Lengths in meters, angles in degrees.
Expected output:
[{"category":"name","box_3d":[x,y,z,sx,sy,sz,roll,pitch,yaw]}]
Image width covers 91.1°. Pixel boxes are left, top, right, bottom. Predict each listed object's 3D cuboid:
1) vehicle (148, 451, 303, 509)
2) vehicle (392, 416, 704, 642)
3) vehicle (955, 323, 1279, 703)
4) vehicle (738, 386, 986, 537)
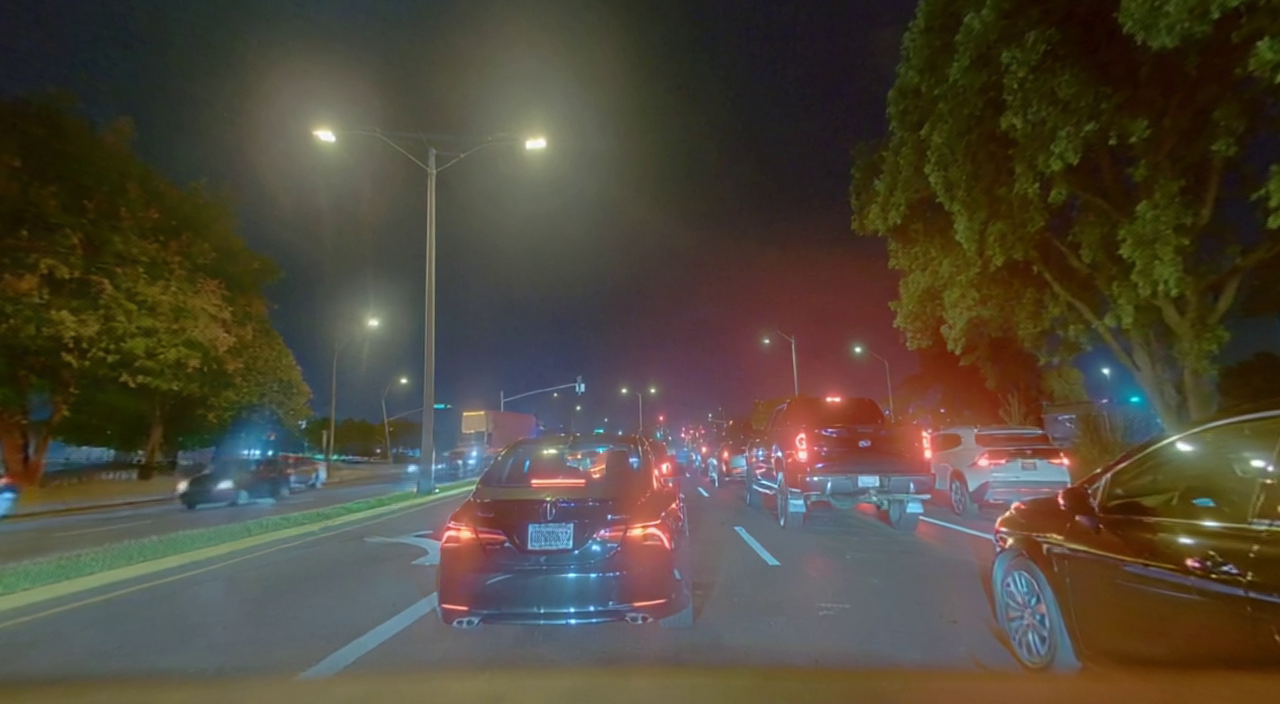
[{"category":"vehicle","box_3d":[-12.544,3.858,19.388,1.907,1.522,4.115,0,-9,1]},{"category":"vehicle","box_3d":[-0.565,1.498,6.324,2.111,1.506,4.018,0,-8,2]},{"category":"vehicle","box_3d":[3.166,0.754,2.057,1.982,1.709,4.427,0,-9,1]},{"category":"vehicle","box_3d":[3.538,1.950,11.677,2.444,2.098,5.766,0,-9,-1]}]
